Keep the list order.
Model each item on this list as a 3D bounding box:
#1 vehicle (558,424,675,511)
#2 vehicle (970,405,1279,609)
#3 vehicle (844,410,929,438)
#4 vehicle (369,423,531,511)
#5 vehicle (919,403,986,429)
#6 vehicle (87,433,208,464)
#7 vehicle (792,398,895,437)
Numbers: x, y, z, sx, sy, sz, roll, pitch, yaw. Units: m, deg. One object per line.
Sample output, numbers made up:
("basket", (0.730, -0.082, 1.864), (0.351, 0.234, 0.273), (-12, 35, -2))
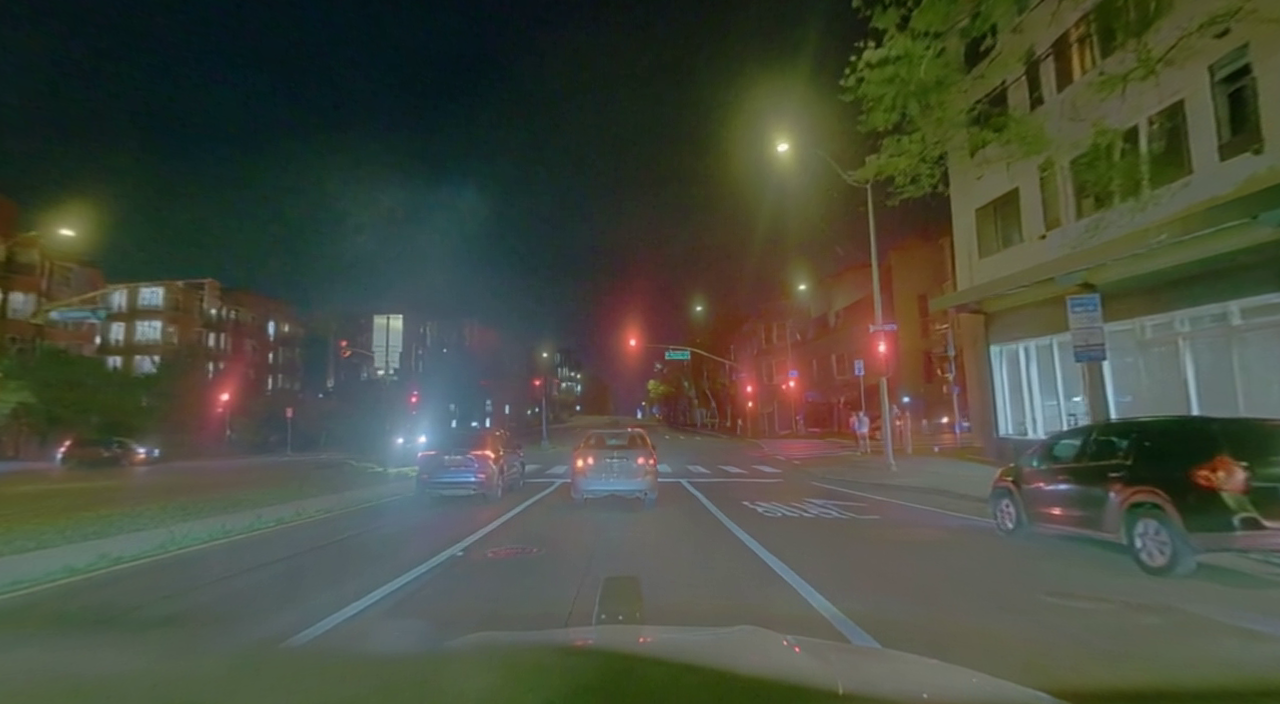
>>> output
("vehicle", (-0.428, 2.340, 13.195), (2.082, 1.520, 3.896), (0, -8, 0))
("vehicle", (6.229, 1.634, 7.617), (1.904, 1.705, 4.510), (0, -8, -2))
("vehicle", (15.220, 4.472, 39.030), (4.775, 1.604, 1.915), (3, -9, -20))
("vehicle", (-3.693, 2.331, 13.249), (1.934, 1.522, 4.464), (0, -8, 1))
("vehicle", (21.315, 4.428, 43.003), (5.017, 1.542, 2.055), (6, -11, -38))
("vehicle", (-24.417, 4.795, 31.414), (4.453, 1.471, 1.921), (-1, -8, 4))
("vehicle", (13.816, 4.490, 42.892), (6.541, 2.480, 2.259), (3, -9, -19))
